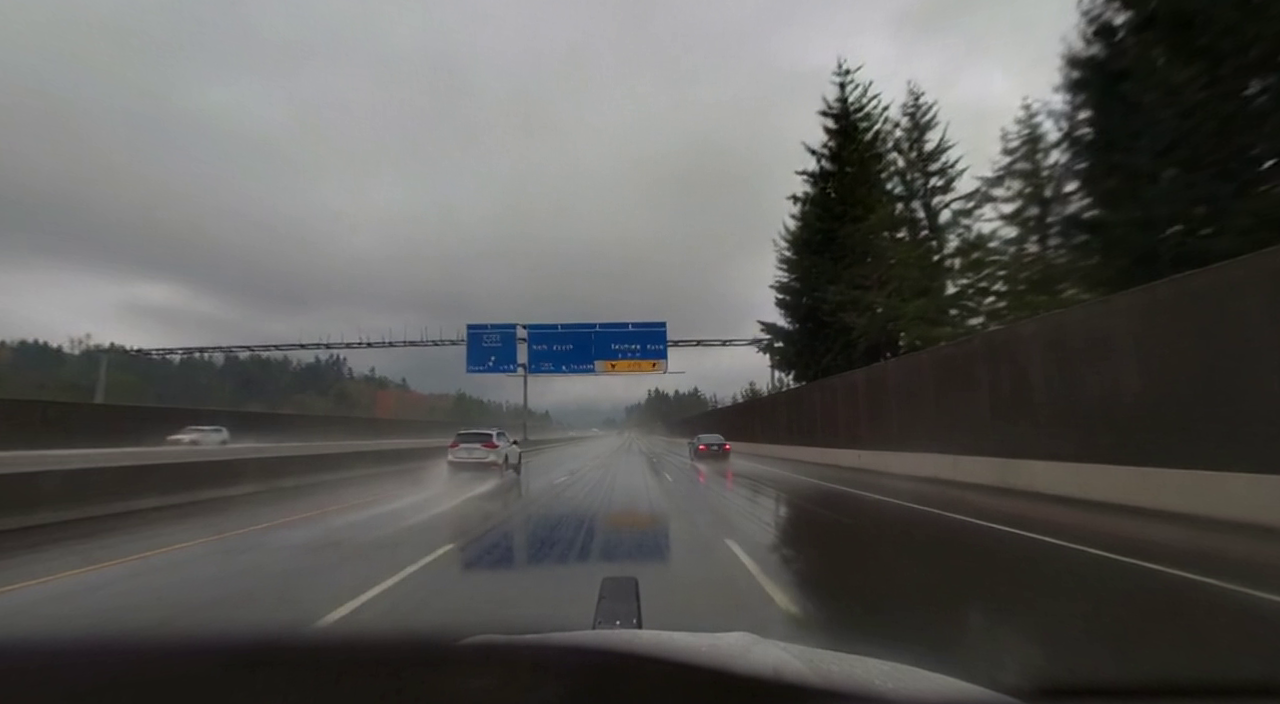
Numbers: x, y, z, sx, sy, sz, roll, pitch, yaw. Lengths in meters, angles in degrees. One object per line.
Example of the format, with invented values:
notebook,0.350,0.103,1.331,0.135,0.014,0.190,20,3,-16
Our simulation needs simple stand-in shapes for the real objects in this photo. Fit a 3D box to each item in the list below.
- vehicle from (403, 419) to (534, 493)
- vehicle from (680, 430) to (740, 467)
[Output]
vehicle,-4.208,2.611,16.228,2.219,1.660,4.153,0,-7,-1
vehicle,3.061,4.314,28.424,2.077,1.523,4.539,0,-7,-2
